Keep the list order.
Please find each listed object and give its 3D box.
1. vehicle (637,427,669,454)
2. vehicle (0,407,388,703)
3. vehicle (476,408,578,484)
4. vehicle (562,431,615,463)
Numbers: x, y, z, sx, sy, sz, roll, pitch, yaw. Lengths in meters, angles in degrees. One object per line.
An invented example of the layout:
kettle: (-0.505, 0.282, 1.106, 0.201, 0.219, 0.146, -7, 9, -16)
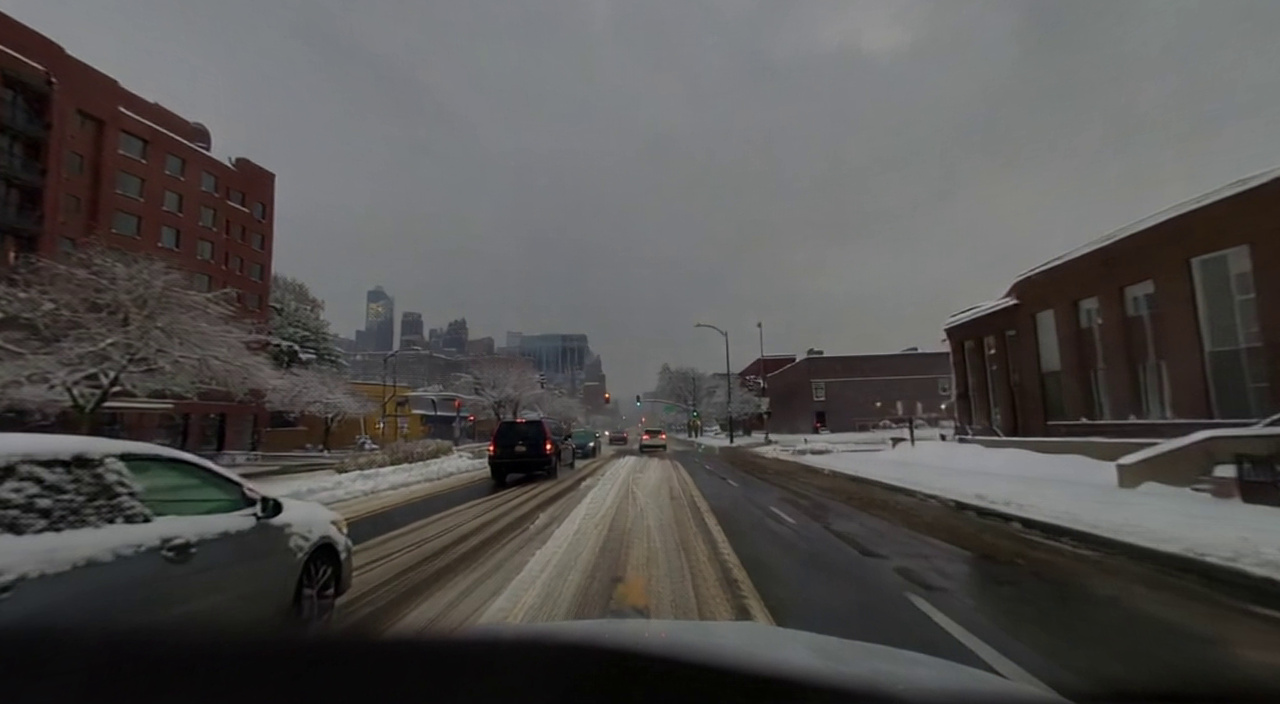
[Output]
vehicle: (0.902, 6.287, 44.922, 2.194, 1.779, 3.996, -1, -8, 0)
vehicle: (-2.849, 0.960, 2.464, 1.959, 1.406, 4.272, 0, -8, 0)
vehicle: (-3.250, 2.815, 19.147, 2.152, 1.987, 4.527, -1, -8, 1)
vehicle: (-2.508, 4.736, 31.580, 2.246, 1.481, 4.146, -1, -8, 1)
